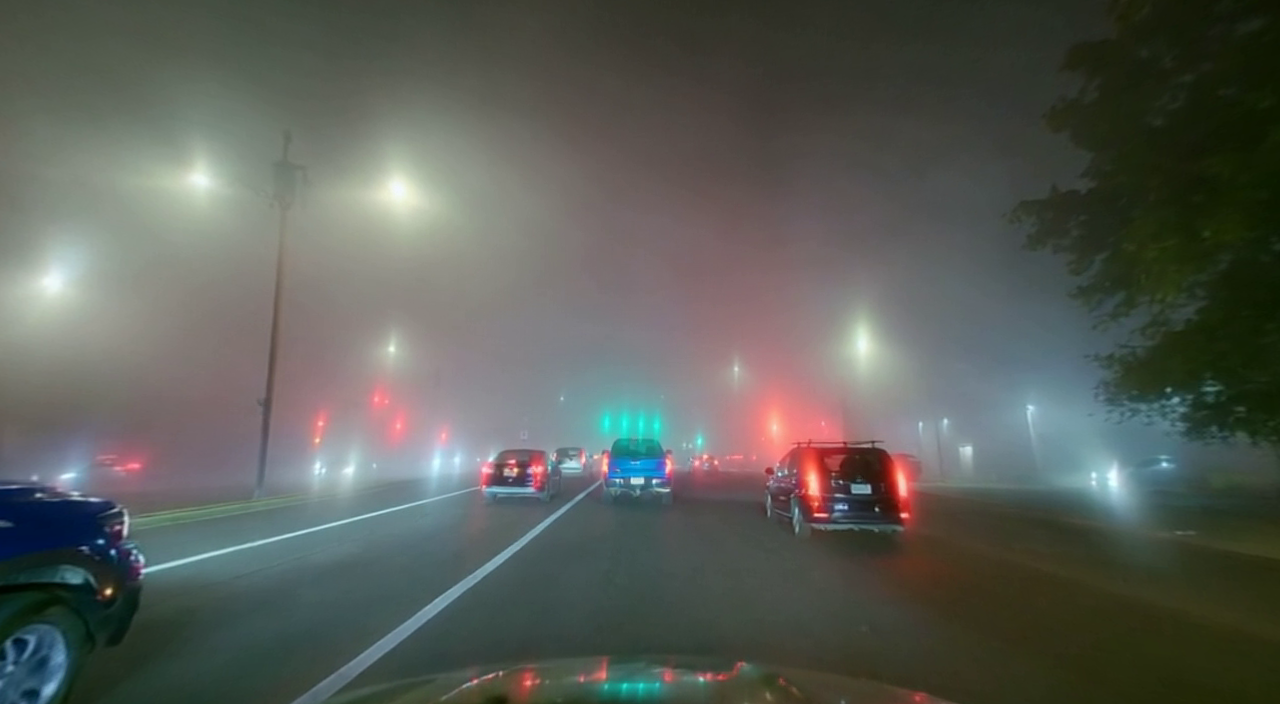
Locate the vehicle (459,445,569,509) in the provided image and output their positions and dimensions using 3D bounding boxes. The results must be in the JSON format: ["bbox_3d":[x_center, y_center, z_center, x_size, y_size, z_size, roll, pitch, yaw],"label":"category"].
[{"bbox_3d":[-3.207,3.255,16.998,1.986,1.465,4.509,0,-8,1],"label":"vehicle"}]

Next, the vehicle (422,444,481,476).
[{"bbox_3d":[-11.690,6.721,39.495,2.150,1.838,4.981,0,-8,0],"label":"vehicle"}]

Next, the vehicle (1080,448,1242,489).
[{"bbox_3d":[22.228,4.952,27.191,2.003,1.515,4.939,3,-9,-21],"label":"vehicle"}]

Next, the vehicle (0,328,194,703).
[{"bbox_3d":[-3.535,0.597,1.144,1.994,1.759,4.709,0,-8,0],"label":"vehicle"}]

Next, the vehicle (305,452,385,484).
[{"bbox_3d":[-15.298,6.013,33.017,1.932,1.449,4.545,0,-8,1],"label":"vehicle"}]

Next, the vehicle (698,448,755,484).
[{"bbox_3d":[3.853,5.141,28.841,1.968,1.472,4.456,0,-8,0],"label":"vehicle"}]

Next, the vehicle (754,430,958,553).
[{"bbox_3d":[3.290,2.194,10.641,1.955,1.628,4.152,0,-8,0],"label":"vehicle"}]

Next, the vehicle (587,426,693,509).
[{"bbox_3d":[-0.001,3.092,17.377,2.493,1.934,4.957,0,-8,0],"label":"vehicle"}]
